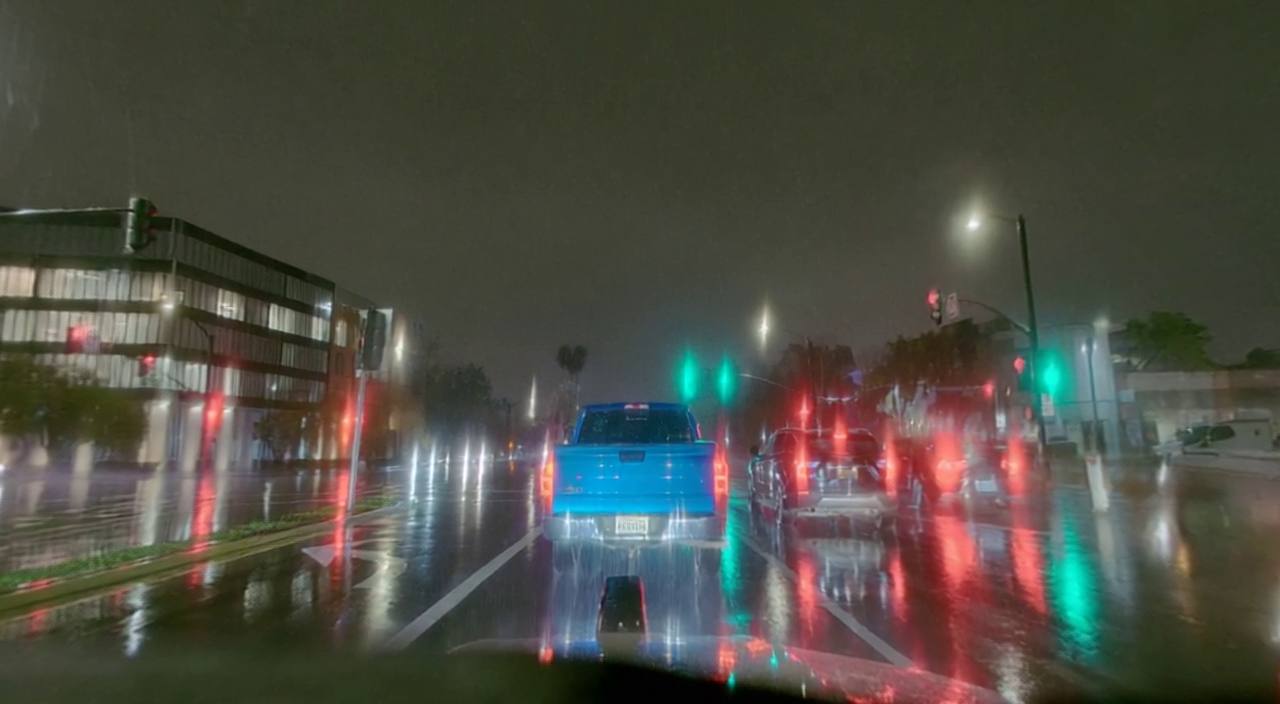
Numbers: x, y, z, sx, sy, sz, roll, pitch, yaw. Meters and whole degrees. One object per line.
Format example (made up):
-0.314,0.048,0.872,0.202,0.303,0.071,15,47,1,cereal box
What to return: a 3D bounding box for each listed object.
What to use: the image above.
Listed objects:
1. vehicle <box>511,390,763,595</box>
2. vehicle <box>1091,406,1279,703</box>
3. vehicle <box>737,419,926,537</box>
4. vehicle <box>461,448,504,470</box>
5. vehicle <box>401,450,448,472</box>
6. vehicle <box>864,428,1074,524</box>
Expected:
-0.133,1.637,8.256,2.344,1.883,4.572,0,-8,-3,vehicle
3.244,0.720,0.821,2.057,1.463,4.365,0,-8,0,vehicle
3.234,2.225,11.787,2.013,1.742,4.424,0,-8,-1,vehicle
-11.752,7.986,47.380,1.989,1.459,4.667,0,-8,0,vehicle
-15.810,7.959,46.513,1.915,1.491,4.347,0,-8,1,vehicle
6.525,2.492,13.240,2.002,1.651,4.305,0,-8,-1,vehicle
